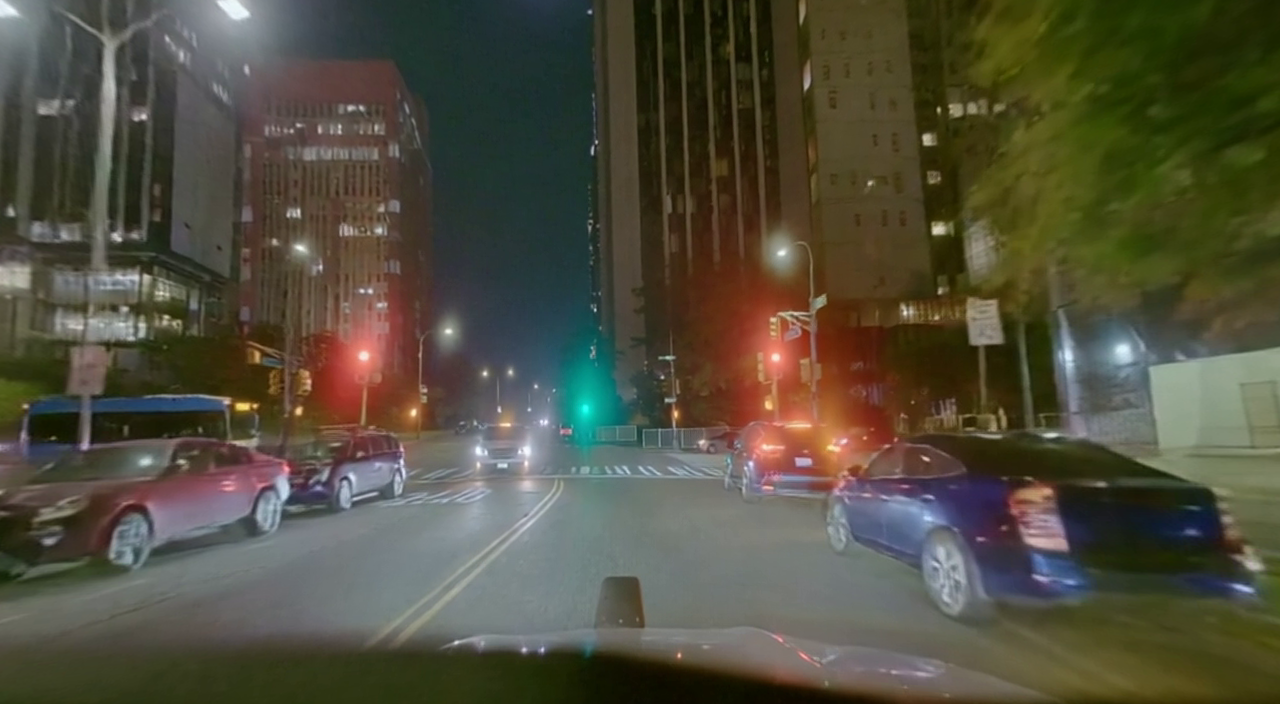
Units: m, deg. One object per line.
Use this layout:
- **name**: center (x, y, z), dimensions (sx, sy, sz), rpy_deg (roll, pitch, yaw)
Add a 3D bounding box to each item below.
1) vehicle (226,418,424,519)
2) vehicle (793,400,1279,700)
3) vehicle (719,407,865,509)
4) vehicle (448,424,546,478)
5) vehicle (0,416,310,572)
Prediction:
- **vehicle**: center (-6.846, 2.557, 14.509), dimensions (2.132, 1.801, 4.885), rpy_deg (-3, -8, -1)
- **vehicle**: center (3.059, 1.332, 5.622), dimensions (2.032, 1.474, 4.795), rpy_deg (0, -8, -2)
- **vehicle**: center (3.206, 2.377, 14.512), dimensions (2.052, 1.929, 4.747), rpy_deg (0, -8, -1)
- **vehicle**: center (-5.476, 3.688, 23.754), dimensions (2.148, 1.818, 4.791), rpy_deg (5, -10, -31)
- **vehicle**: center (-6.915, 1.922, 9.294), dimensions (1.893, 1.758, 4.019), rpy_deg (0, -8, 0)
